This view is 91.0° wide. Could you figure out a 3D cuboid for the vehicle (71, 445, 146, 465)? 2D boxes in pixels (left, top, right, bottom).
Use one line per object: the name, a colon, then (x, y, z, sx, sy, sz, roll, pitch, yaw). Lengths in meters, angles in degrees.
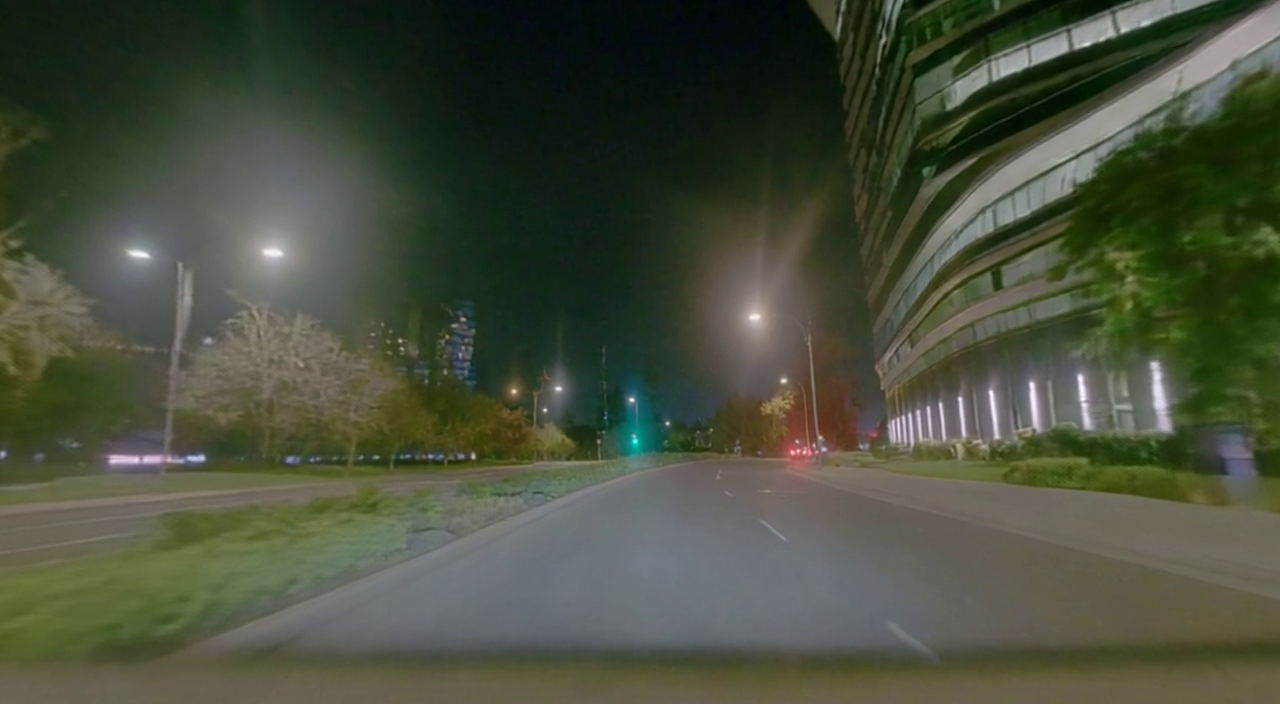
vehicle: (-42.072, 8.150, 49.934, 4.097, 1.583, 1.995, 0, -8, 0)
